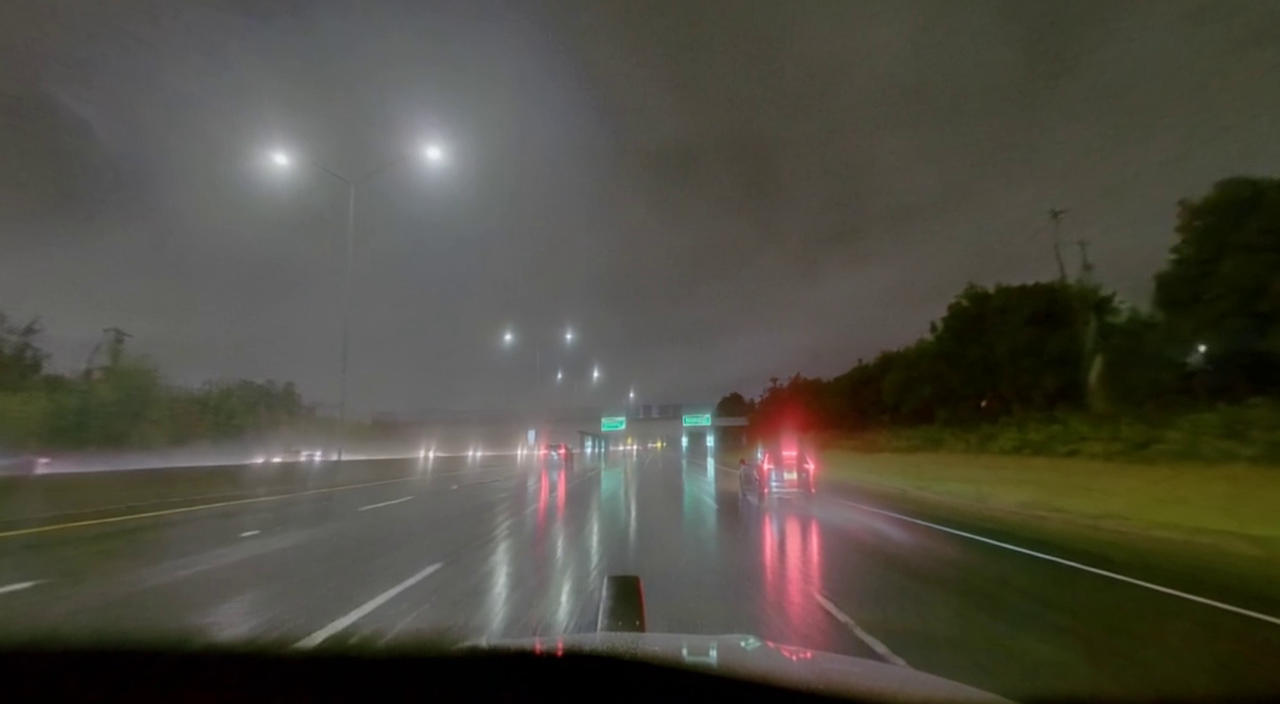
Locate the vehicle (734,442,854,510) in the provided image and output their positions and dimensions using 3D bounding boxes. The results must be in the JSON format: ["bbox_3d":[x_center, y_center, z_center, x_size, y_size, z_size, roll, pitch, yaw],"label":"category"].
[{"bbox_3d":[3.886,3.200,16.747,2.079,1.535,4.316,0,-9,0],"label":"vehicle"}]

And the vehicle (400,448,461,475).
[{"bbox_3d":[-12.216,6.393,37.025,1.919,1.497,4.765,0,-9,0],"label":"vehicle"}]

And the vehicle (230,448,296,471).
[{"bbox_3d":[-28.990,8.241,48.618,2.064,1.663,4.851,0,-9,0],"label":"vehicle"}]

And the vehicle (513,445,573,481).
[{"bbox_3d":[-4.486,5.208,29.826,2.072,1.545,4.687,0,-9,0],"label":"vehicle"}]
